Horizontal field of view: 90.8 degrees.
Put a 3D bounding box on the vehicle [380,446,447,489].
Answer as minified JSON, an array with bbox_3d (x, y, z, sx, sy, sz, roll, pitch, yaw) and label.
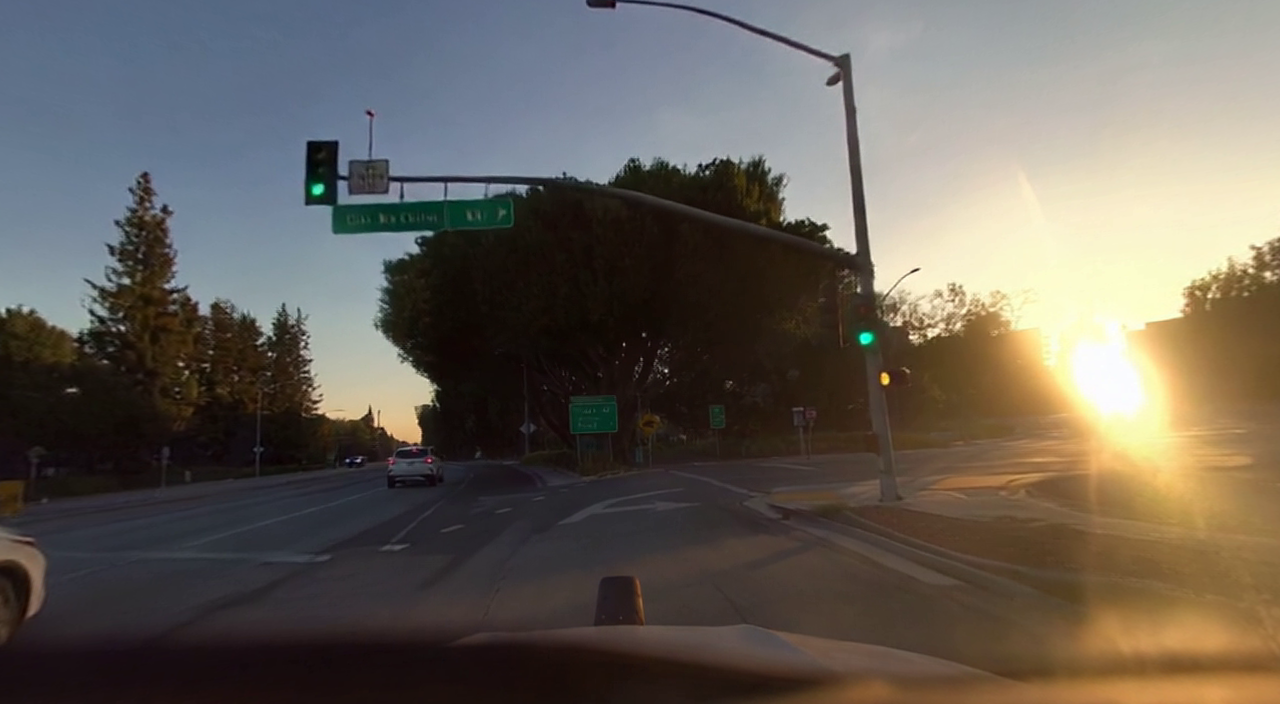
[{"bbox_3d":[-9.866,5.006,27.873,2.134,1.707,4.471,2,-9,-12],"label":"vehicle"}]
